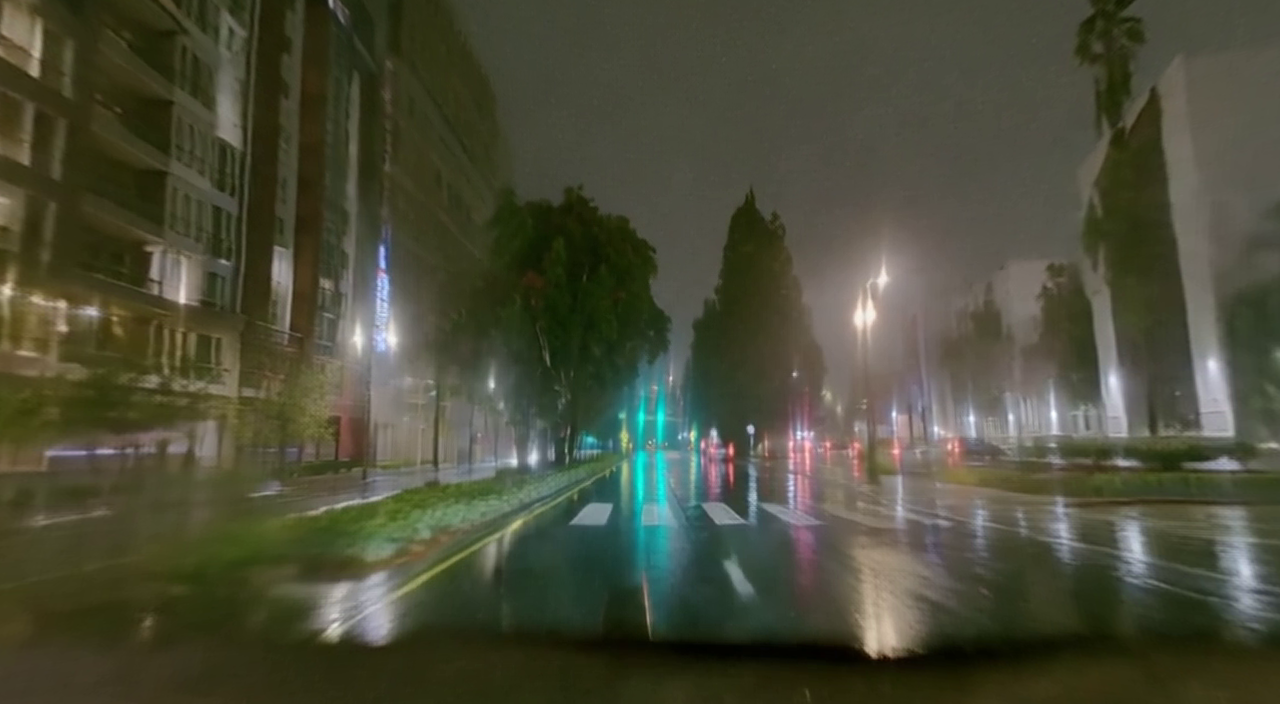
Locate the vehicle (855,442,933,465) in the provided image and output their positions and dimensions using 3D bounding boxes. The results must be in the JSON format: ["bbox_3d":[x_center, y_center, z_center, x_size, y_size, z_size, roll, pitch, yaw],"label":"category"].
[{"bbox_3d":[16.389,6.550,40.789,4.276,1.397,1.786,0,-8,0],"label":"vehicle"}]

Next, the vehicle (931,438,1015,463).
[{"bbox_3d":[21.316,6.289,40.473,4.333,1.491,1.744,-1,-7,1],"label":"vehicle"}]

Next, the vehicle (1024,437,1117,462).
[{"bbox_3d":[27.519,6.214,40.361,4.560,1.444,1.929,-1,-8,-2],"label":"vehicle"}]
